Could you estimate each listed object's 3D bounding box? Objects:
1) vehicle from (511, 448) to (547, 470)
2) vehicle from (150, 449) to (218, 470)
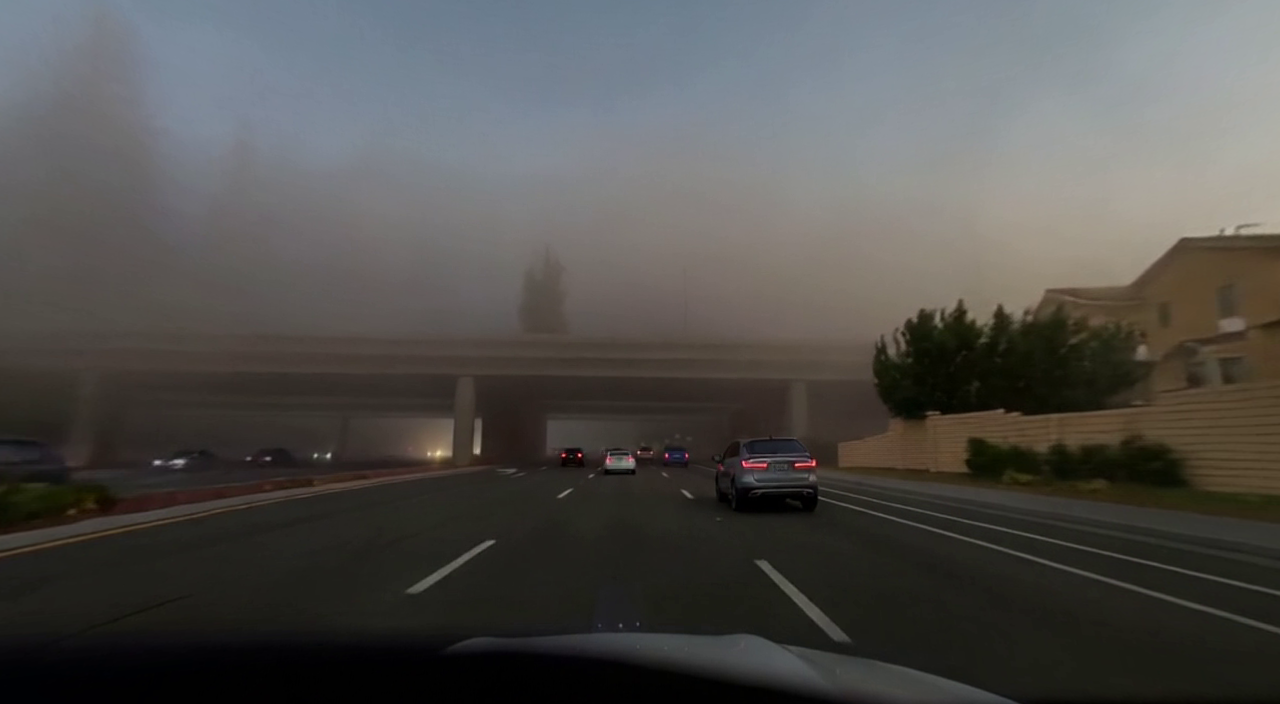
[{"bbox_3d":[-8.000,7.713,45.800,2.007,1.519,4.366,0,-9,-2],"label":"vehicle"},{"bbox_3d":[-33.733,7.948,46.904,1.890,1.462,4.500,0,-9,-4],"label":"vehicle"}]
